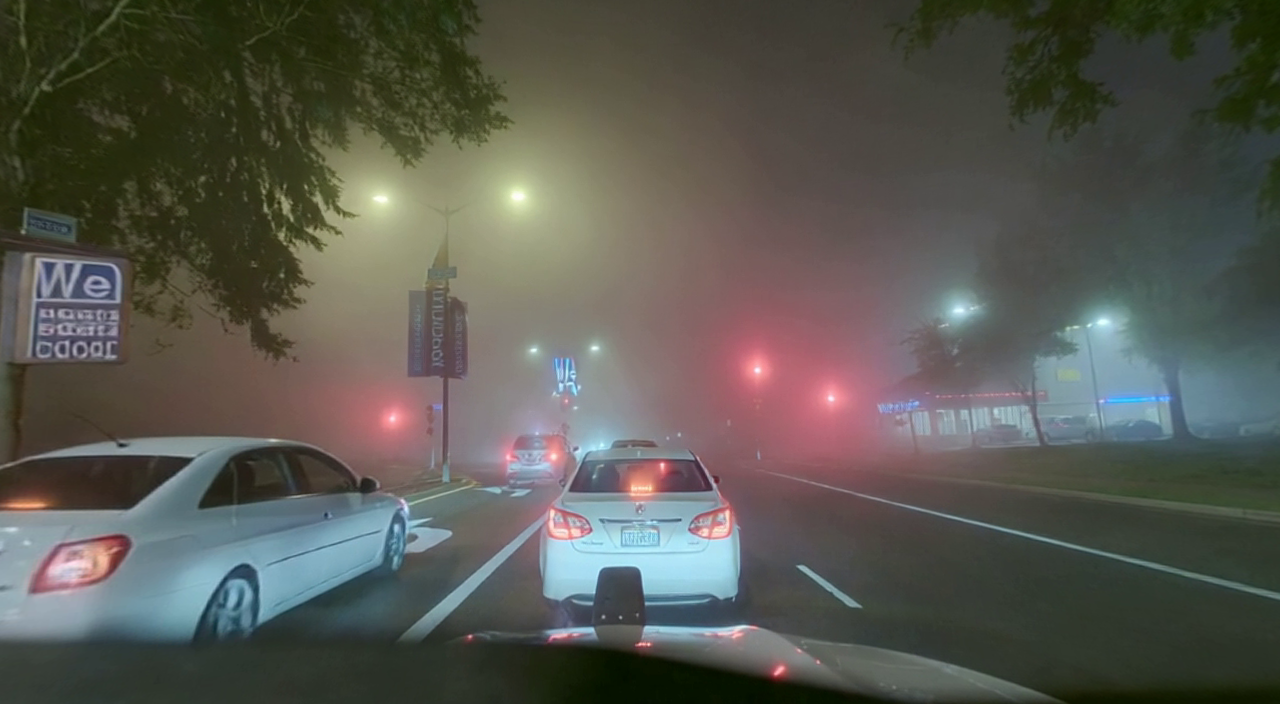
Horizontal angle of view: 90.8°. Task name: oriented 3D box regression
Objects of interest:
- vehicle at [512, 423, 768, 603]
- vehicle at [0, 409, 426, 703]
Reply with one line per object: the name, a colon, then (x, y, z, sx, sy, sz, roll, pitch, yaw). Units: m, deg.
vehicle: (-0.058, 1.635, 7.311, 2.126, 1.475, 3.967, 0, -8, -2)
vehicle: (-3.497, 1.337, 5.099, 1.961, 1.487, 4.453, 0, -8, 0)
